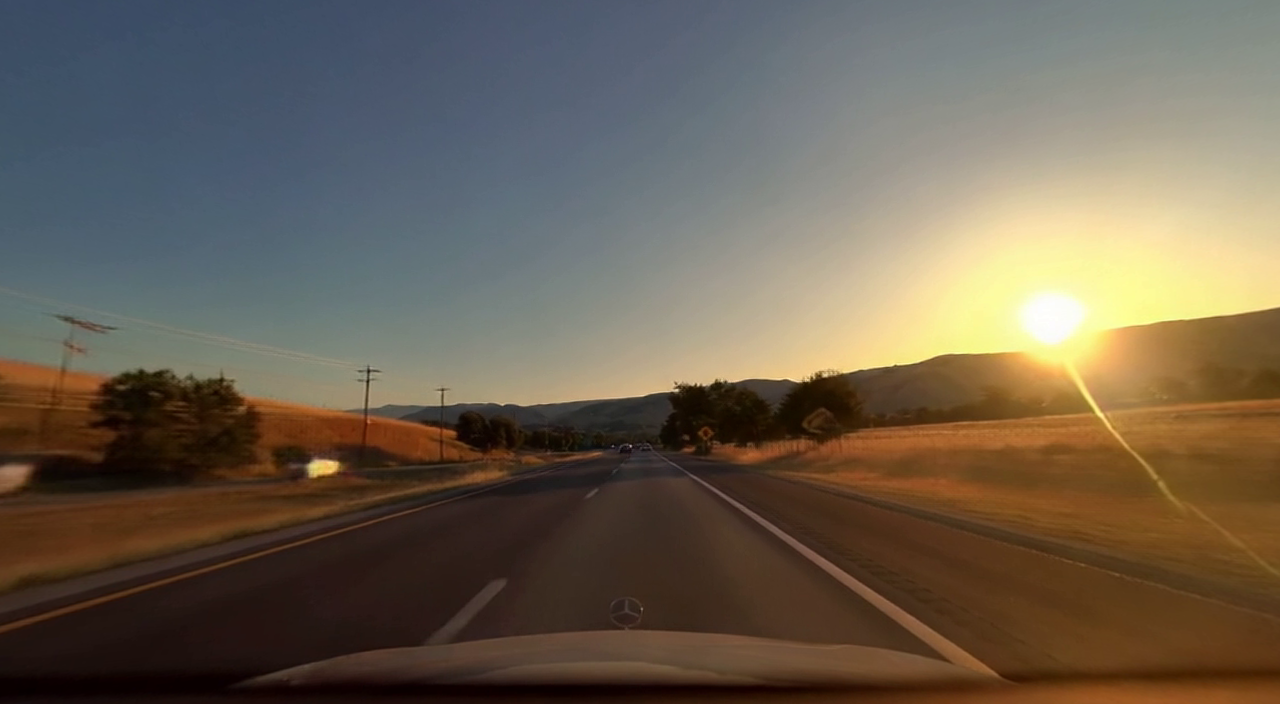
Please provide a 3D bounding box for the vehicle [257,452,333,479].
[{"bbox_3d":[-20.518,6.741,37.748,1.851,1.476,4.698,0,-8,0],"label":"vehicle"}]
